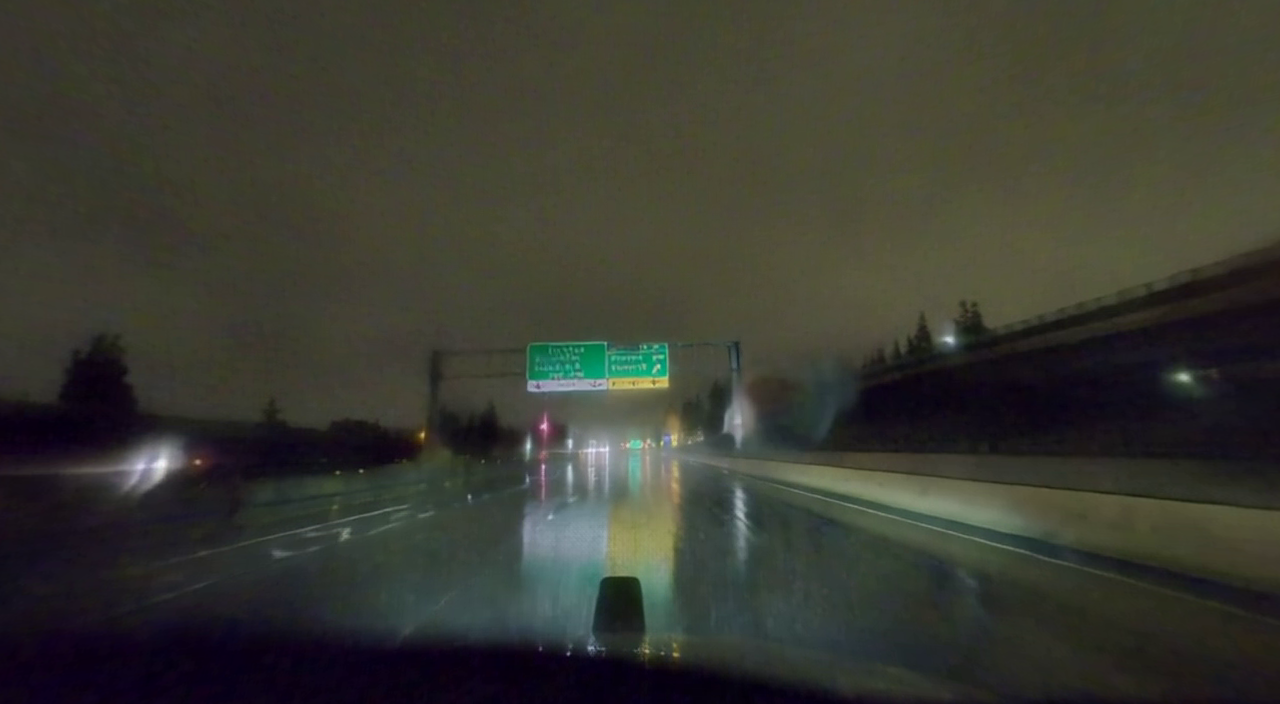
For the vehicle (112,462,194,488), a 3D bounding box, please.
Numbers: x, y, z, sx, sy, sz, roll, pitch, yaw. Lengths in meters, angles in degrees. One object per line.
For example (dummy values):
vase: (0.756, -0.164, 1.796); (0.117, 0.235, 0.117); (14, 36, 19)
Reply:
vehicle: (-31.407, 7.947, 40.737); (1.757, 1.442, 4.577); (0, -9, -2)
